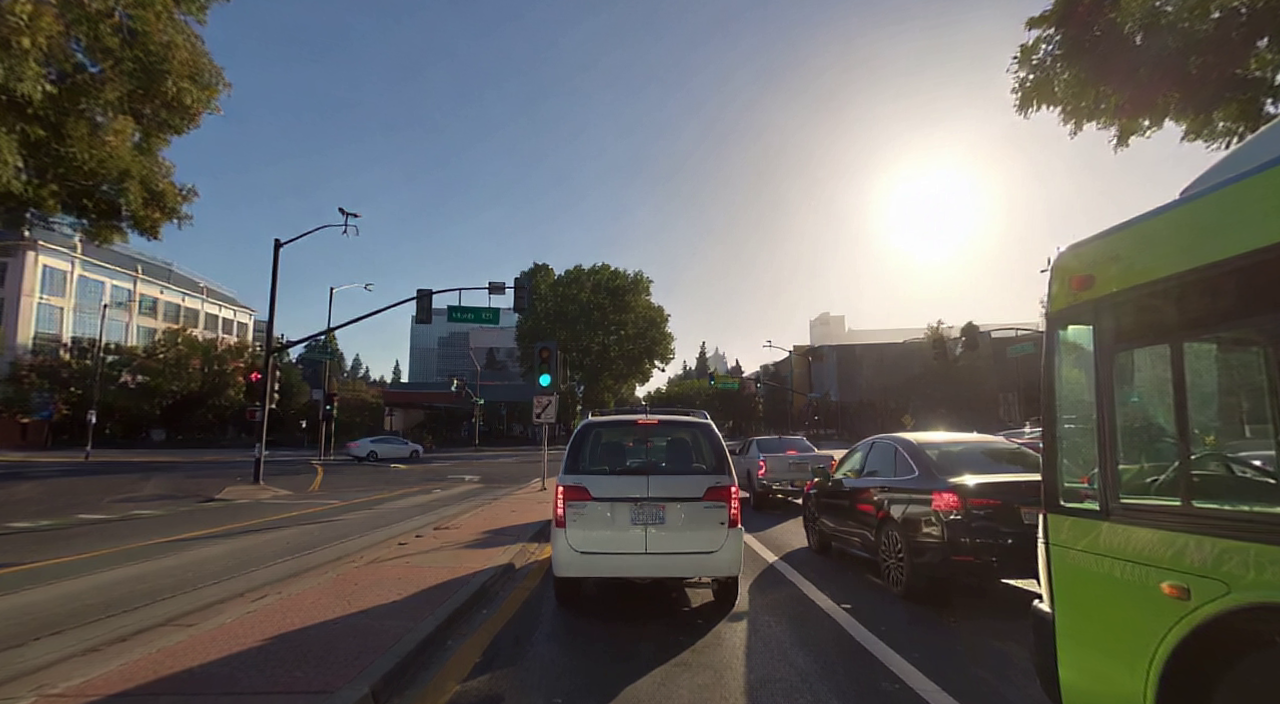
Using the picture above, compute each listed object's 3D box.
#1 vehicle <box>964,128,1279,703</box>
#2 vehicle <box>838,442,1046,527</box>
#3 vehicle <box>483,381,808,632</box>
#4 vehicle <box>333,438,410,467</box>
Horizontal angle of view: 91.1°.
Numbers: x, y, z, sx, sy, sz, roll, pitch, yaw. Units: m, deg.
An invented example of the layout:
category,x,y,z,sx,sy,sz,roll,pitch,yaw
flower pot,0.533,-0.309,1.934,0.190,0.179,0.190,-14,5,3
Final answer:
category,x,y,z,sx,sy,sz,roll,pitch,yaw
vehicle,2.615,0.318,0.433,2.037,2.065,5.037,0,-8,0
vehicle,5.977,2.638,13.233,1.987,1.457,4.675,0,-8,-1
vehicle,0.012,1.475,7.013,2.381,1.842,4.603,0,-8,-1
vehicle,-16.927,6.350,39.751,4.097,1.720,1.924,2,-9,-13
